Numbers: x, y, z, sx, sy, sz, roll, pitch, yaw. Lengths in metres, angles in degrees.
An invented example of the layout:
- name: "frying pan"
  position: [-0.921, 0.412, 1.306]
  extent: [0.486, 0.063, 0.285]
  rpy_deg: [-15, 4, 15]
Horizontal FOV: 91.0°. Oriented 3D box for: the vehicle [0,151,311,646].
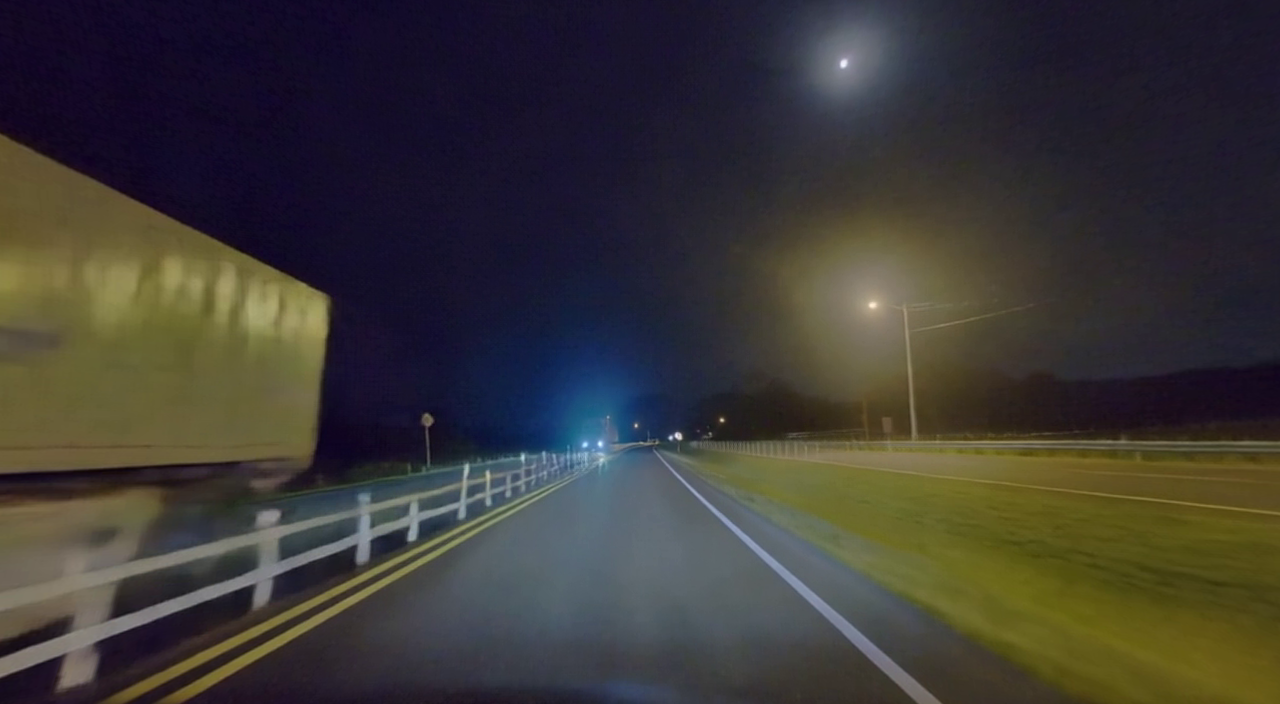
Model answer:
- name: "vehicle"
  position: [-5.873, 0.253, 3.852]
  extent: [2.751, 3.436, 8.990]
  rpy_deg: [-1, -8, 1]
